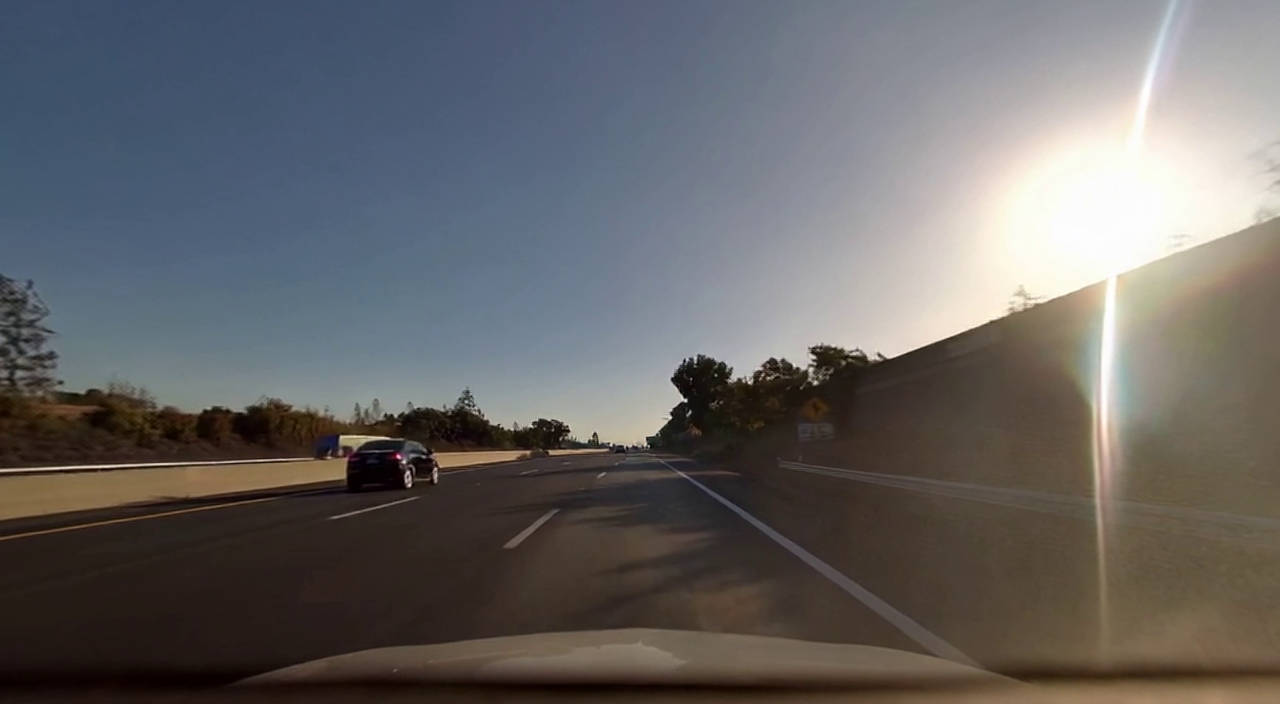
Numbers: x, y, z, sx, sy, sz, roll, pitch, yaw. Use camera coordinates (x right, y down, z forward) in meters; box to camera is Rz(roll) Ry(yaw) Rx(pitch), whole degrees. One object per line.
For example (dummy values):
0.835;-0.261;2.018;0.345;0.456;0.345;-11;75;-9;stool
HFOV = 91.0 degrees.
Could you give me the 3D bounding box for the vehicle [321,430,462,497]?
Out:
-6.978;3.191;18.383;2.109;1.692;4.712;0;-9;1;vehicle
